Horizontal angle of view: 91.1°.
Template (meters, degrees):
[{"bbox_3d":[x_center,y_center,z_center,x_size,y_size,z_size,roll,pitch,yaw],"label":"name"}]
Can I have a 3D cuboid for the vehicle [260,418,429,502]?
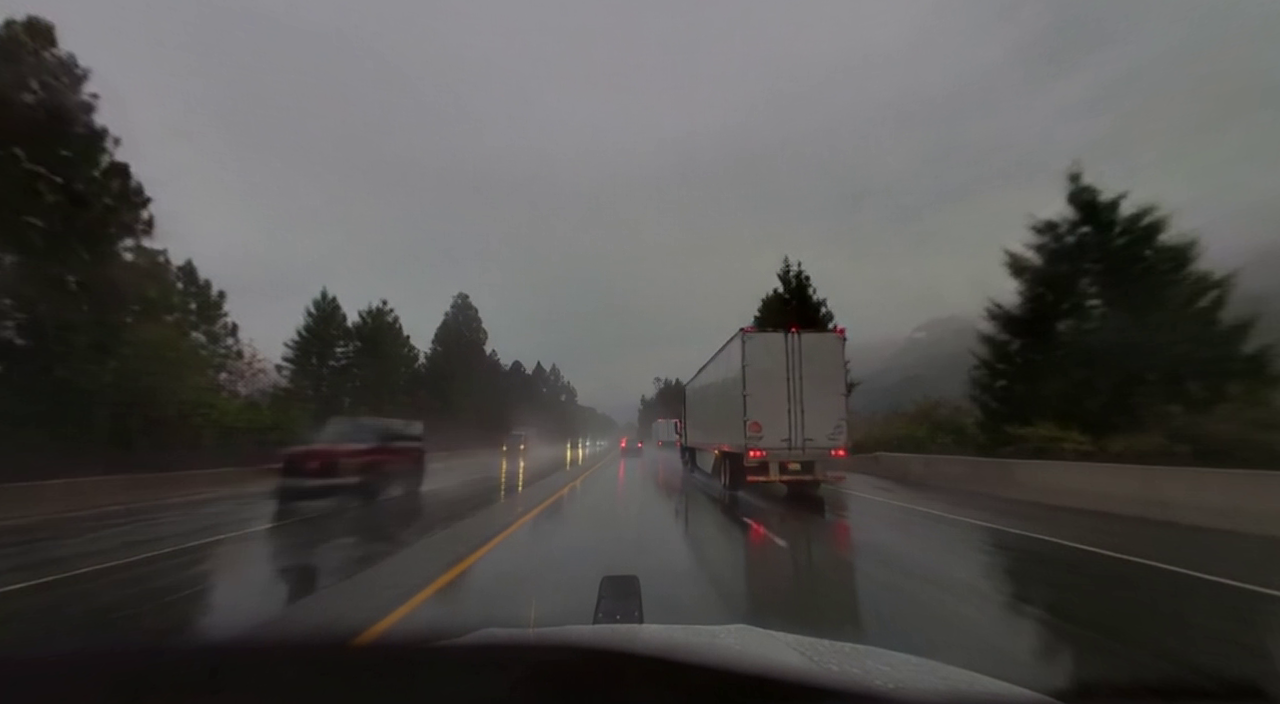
[{"bbox_3d":[-7.813,2.875,17.332,2.339,1.965,4.856,0,-8,-1],"label":"vehicle"}]

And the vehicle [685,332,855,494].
[{"bbox_3d":[3.691,2.422,22.541,2.919,4.004,13.911,0,-8,-1],"label":"vehicle"}]
